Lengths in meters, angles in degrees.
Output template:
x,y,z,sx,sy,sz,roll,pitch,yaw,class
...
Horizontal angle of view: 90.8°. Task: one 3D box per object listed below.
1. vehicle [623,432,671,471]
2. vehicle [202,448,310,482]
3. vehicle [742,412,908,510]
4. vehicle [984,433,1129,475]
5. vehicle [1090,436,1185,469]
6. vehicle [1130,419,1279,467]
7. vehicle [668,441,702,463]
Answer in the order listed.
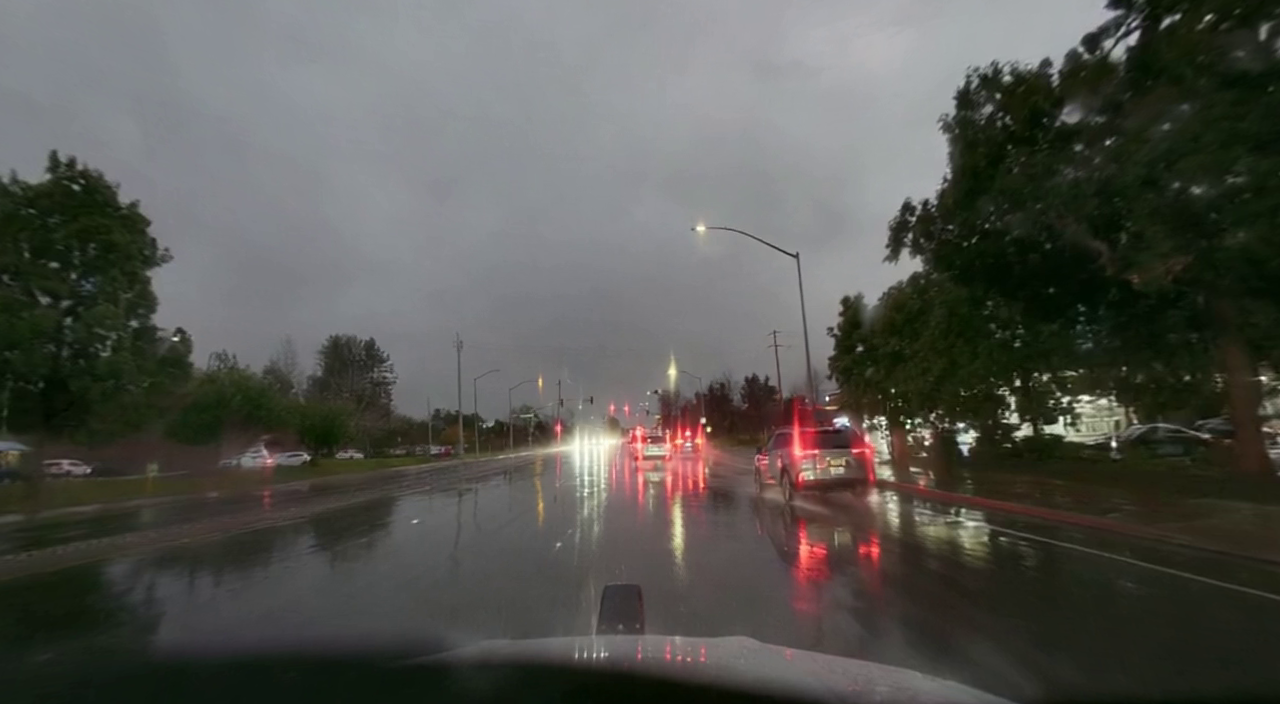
x,y,z,sx,sy,sz,roll,pitch,yaw,class
0.264,4.781,30.425,2.164,1.718,3.881,0,-8,-1,vehicle
-24.321,7.133,40.270,2.100,1.937,5.517,-4,-9,26,vehicle
3.816,2.374,14.195,2.116,1.791,5.006,0,-8,-1,vehicle
15.694,3.849,23.971,4.165,1.517,1.795,0,-8,0,vehicle
22.310,4.525,28.480,1.498,1.323,3.303,-2,-9,-1,vehicle
25.099,4.077,28.242,2.272,1.731,5.051,-6,-9,0,vehicle
2.884,6.497,41.162,1.822,1.331,3.583,0,-8,-2,vehicle
